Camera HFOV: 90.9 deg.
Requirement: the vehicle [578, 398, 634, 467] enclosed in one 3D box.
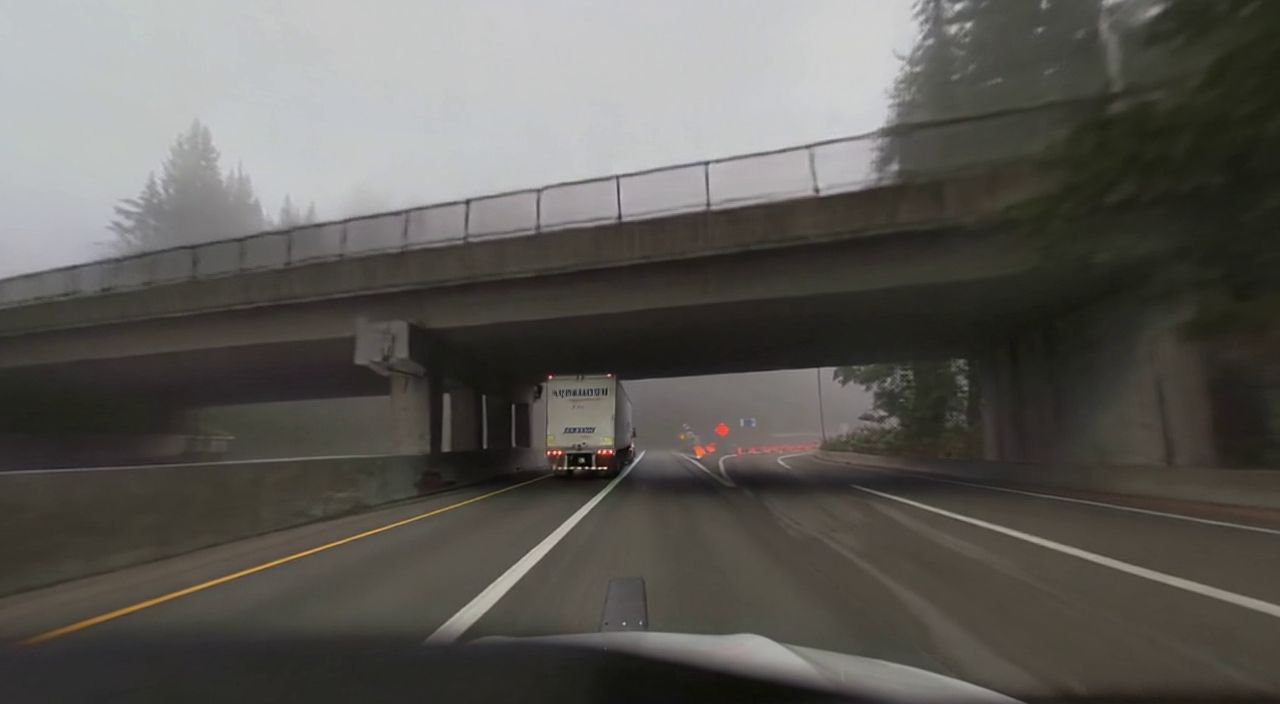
[{"bbox_3d":[-2.029,5.499,42.213,2.845,4.049,10.214,0,-8,2],"label":"vehicle"}]
